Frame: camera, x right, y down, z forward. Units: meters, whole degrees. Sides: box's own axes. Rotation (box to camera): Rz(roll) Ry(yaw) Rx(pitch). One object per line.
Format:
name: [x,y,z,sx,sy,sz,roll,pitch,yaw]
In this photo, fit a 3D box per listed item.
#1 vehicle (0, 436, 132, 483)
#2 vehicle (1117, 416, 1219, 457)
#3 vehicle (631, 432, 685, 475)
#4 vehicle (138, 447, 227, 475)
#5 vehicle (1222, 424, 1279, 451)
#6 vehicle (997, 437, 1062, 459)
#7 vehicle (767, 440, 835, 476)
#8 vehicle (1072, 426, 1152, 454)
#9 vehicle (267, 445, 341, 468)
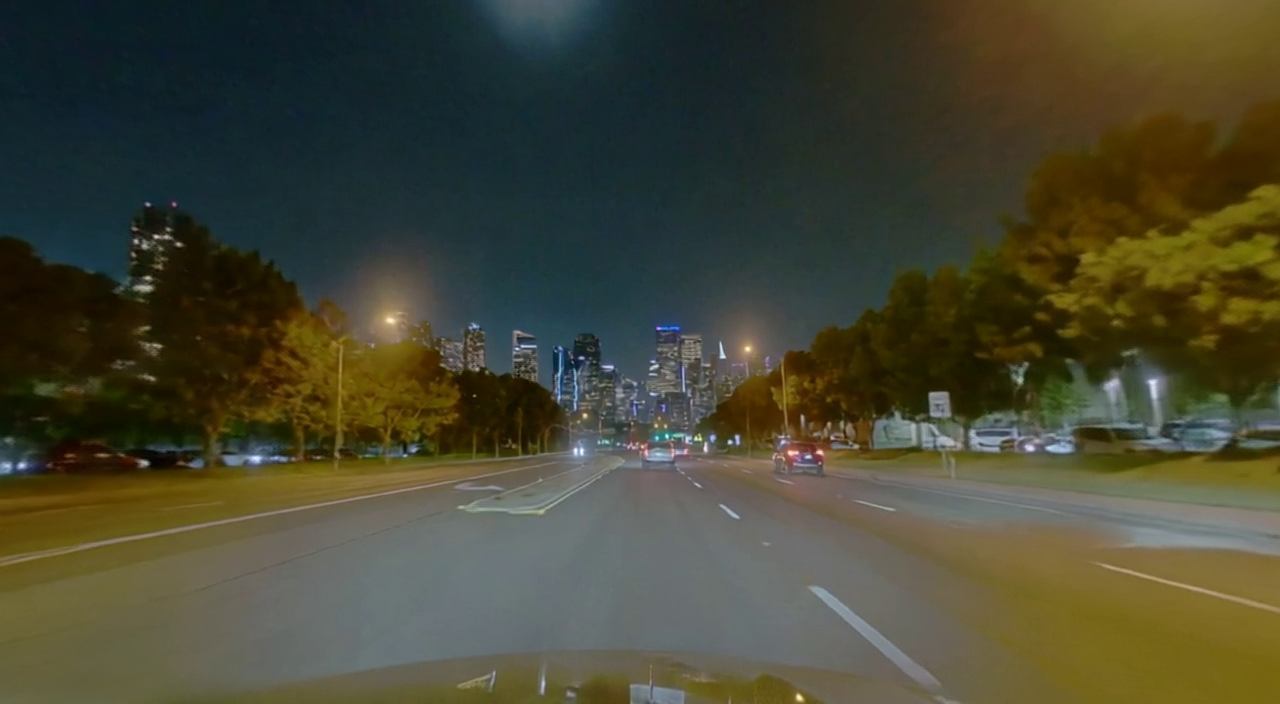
vehicle: [-30.323,5.614,33.221,5.278,2.181,1.993,-1,-6,-5]
vehicle: [34.966,5.697,42.083,2.537,2.468,5.020,0,-9,3]
vehicle: [0.732,4.615,28.959,2.227,1.794,4.457,0,-8,-2]
vehicle: [-29.691,7.064,41.087,4.251,1.598,1.925,-2,-10,-2]
vehicle: [42.078,5.755,42.321,1.860,1.717,4.716,-1,-8,4]
vehicle: [26.533,6.565,43.184,1.887,1.419,4.191,0,-9,2]
vehicle: [7.563,4.998,30.085,2.029,1.548,4.422,0,-8,-1]
vehicle: [31.965,6.017,43.001,1.924,1.809,4.977,-1,-8,5]
vehicle: [-26.280,8.178,49.510,4.541,1.676,2.063,0,-8,1]
